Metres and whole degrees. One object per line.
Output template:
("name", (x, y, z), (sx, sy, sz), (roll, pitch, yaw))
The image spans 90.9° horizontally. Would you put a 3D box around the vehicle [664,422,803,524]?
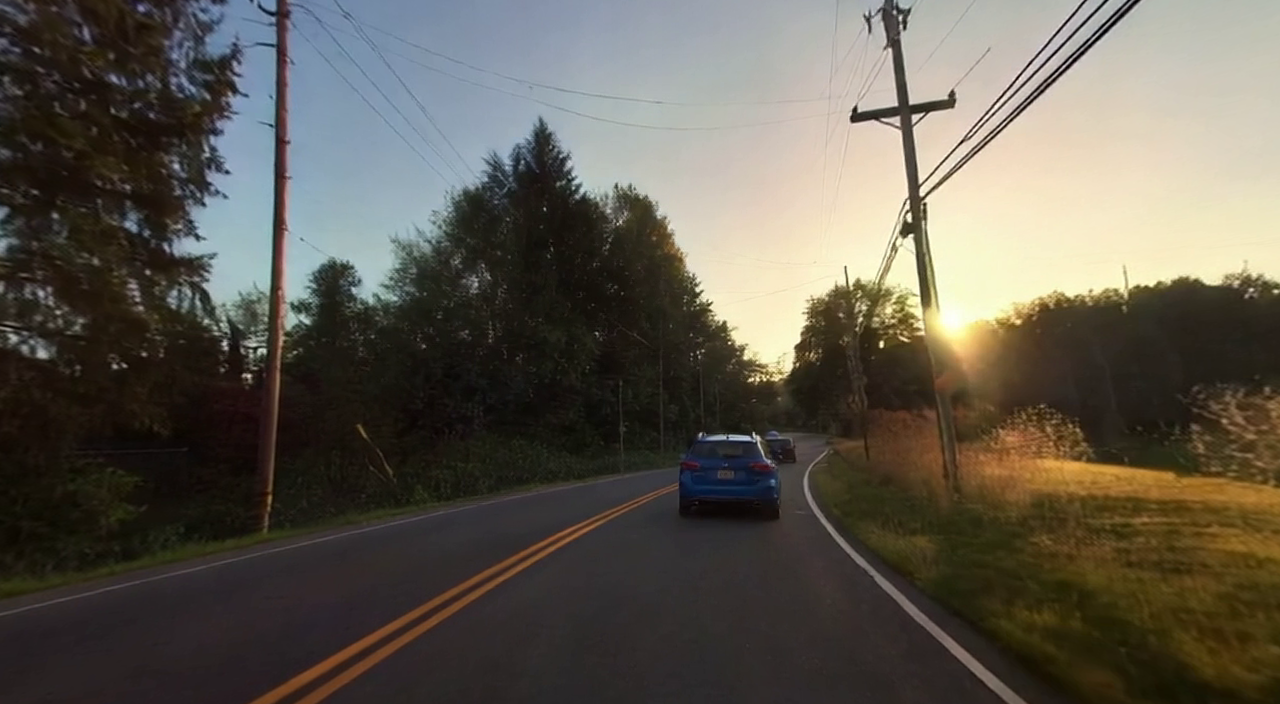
("vehicle", (1.799, 2.217, 12.085), (2.157, 1.565, 4.243), (-1, -9, 9))
